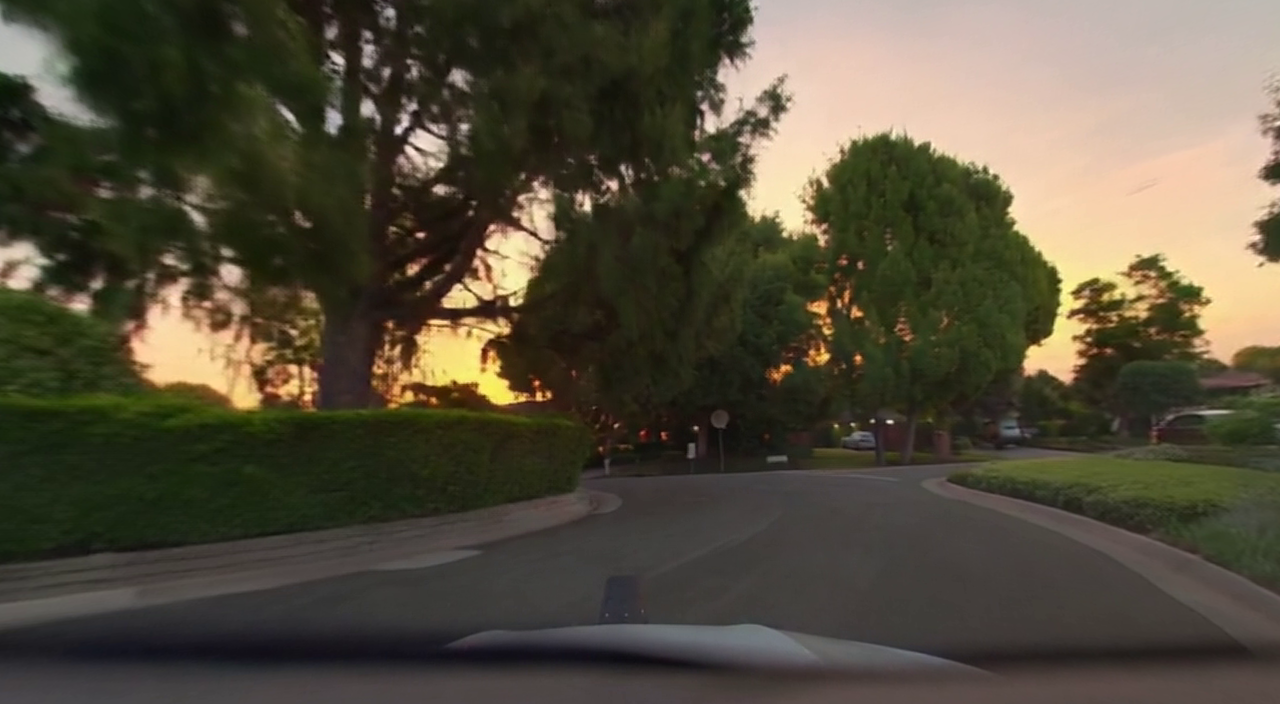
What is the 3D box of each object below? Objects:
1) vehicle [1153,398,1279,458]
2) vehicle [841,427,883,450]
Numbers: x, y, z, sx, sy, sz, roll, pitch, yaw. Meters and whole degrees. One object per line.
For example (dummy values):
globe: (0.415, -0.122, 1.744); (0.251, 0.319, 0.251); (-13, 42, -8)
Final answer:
vehicle: (19.863, 2.529, 20.585); (2.023, 1.756, 4.799); (0, -8, -3)
vehicle: (15.951, 6.225, 45.463); (1.802, 1.548, 3.501); (1, -8, 1)
